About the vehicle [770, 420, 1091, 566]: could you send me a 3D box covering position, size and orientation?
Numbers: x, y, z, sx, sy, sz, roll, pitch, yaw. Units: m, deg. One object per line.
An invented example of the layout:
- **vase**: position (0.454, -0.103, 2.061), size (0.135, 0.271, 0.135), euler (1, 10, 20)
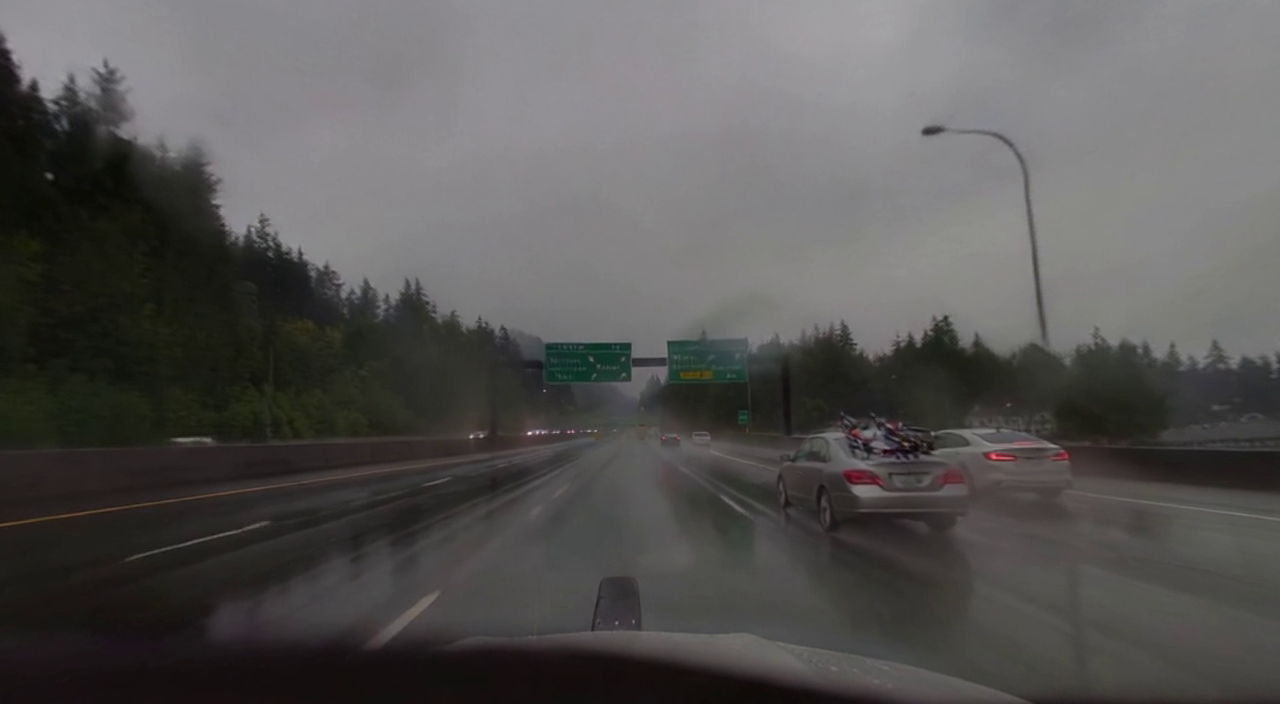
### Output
- **vehicle**: position (3.395, 1.716, 8.645), size (2.094, 1.441, 4.568), euler (0, -8, -2)

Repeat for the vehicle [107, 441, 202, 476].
- **vehicle**: position (-21.027, 4.587, 27.437), size (1.513, 1.354, 3.310), euler (0, -7, -1)
